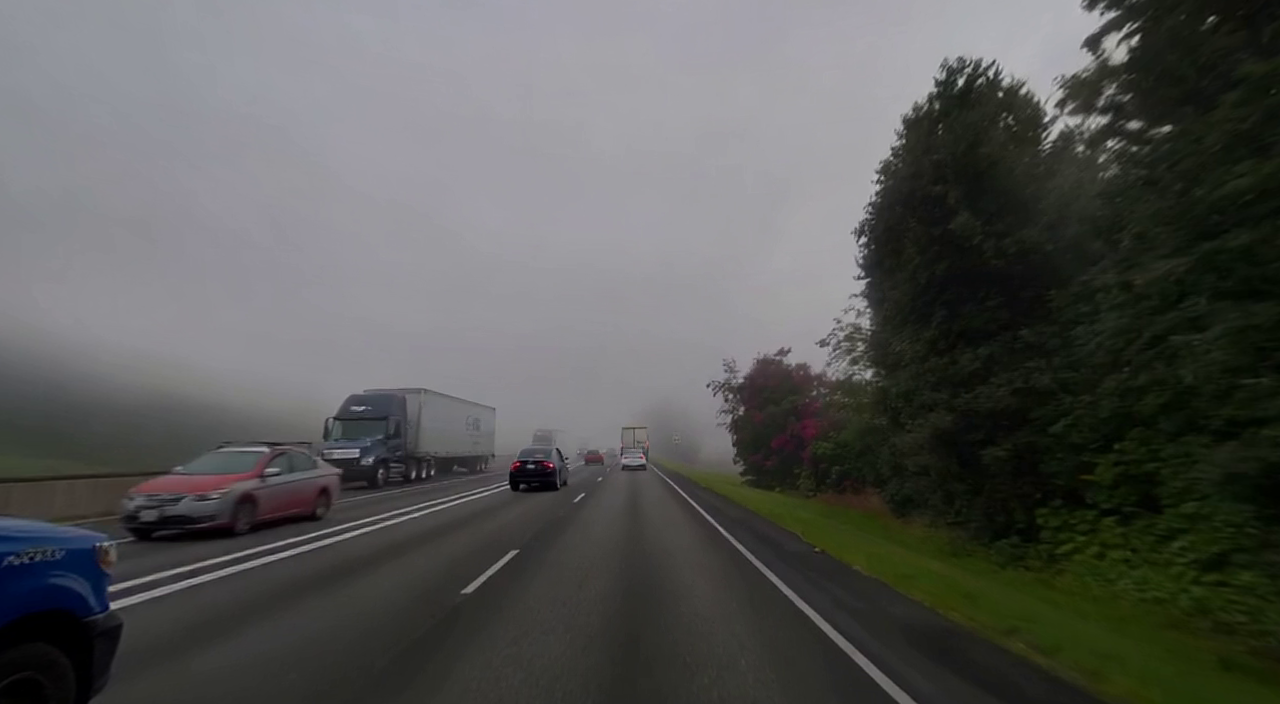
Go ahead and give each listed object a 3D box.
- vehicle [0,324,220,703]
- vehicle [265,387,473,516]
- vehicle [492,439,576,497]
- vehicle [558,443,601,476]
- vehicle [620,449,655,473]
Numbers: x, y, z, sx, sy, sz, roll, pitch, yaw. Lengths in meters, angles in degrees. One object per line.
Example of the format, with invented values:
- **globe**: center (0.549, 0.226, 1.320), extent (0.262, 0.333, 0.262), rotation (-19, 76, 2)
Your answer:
- **vehicle**: center (-3.127, 0.563, 0.727), extent (2.117, 1.688, 4.582), rotation (0, -9, 0)
- **vehicle**: center (-6.519, 2.557, 16.429), extent (2.655, 2.692, 6.168), rotation (0, -9, 0)
- **vehicle**: center (-3.188, 3.572, 19.837), extent (1.937, 1.600, 4.141), rotation (0, -9, 0)
- **vehicle**: center (-3.234, 5.832, 34.324), extent (1.994, 1.663, 4.047), rotation (0, -9, -1)
- **vehicle**: center (-0.192, 6.761, 39.207), extent (2.095, 1.393, 3.908), rotation (0, -9, -1)
